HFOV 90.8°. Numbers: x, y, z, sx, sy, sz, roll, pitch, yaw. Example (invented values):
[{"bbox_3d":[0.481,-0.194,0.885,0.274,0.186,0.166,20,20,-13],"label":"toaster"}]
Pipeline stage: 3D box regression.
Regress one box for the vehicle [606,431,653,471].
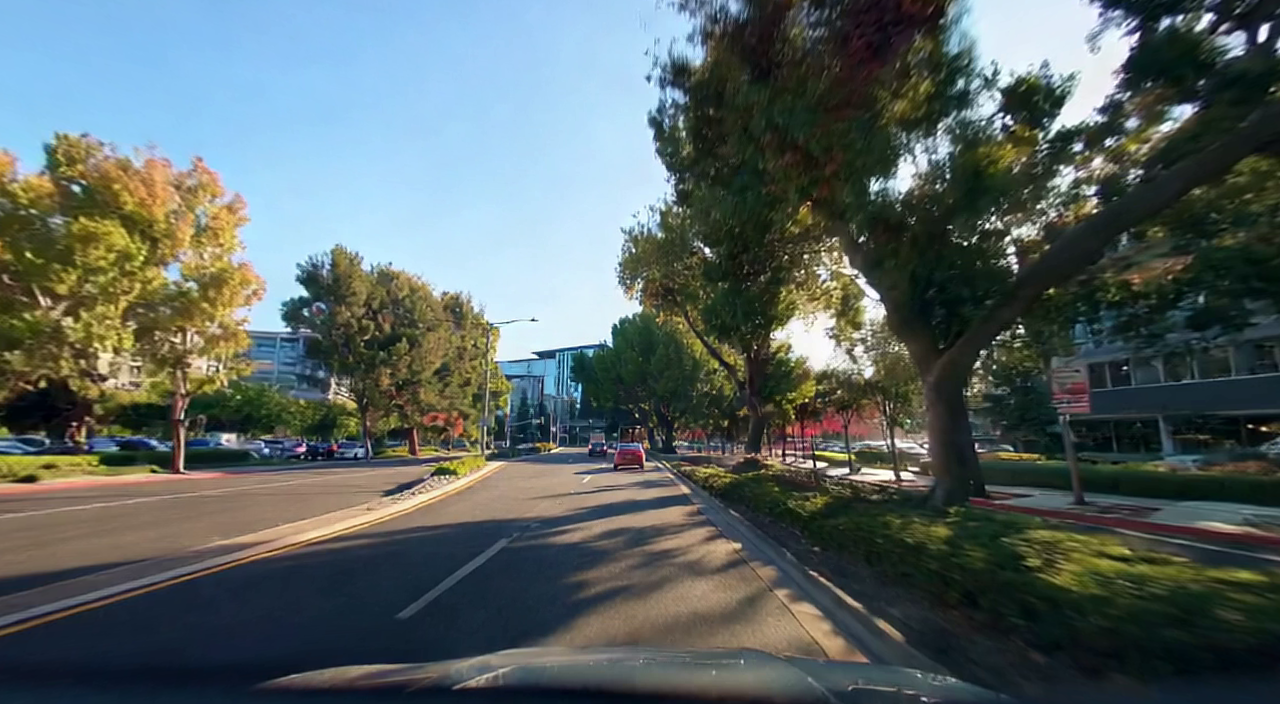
[{"bbox_3d":[-0.512,5.079,32.504,2.260,1.872,4.578,0,-8,0],"label":"vehicle"}]
